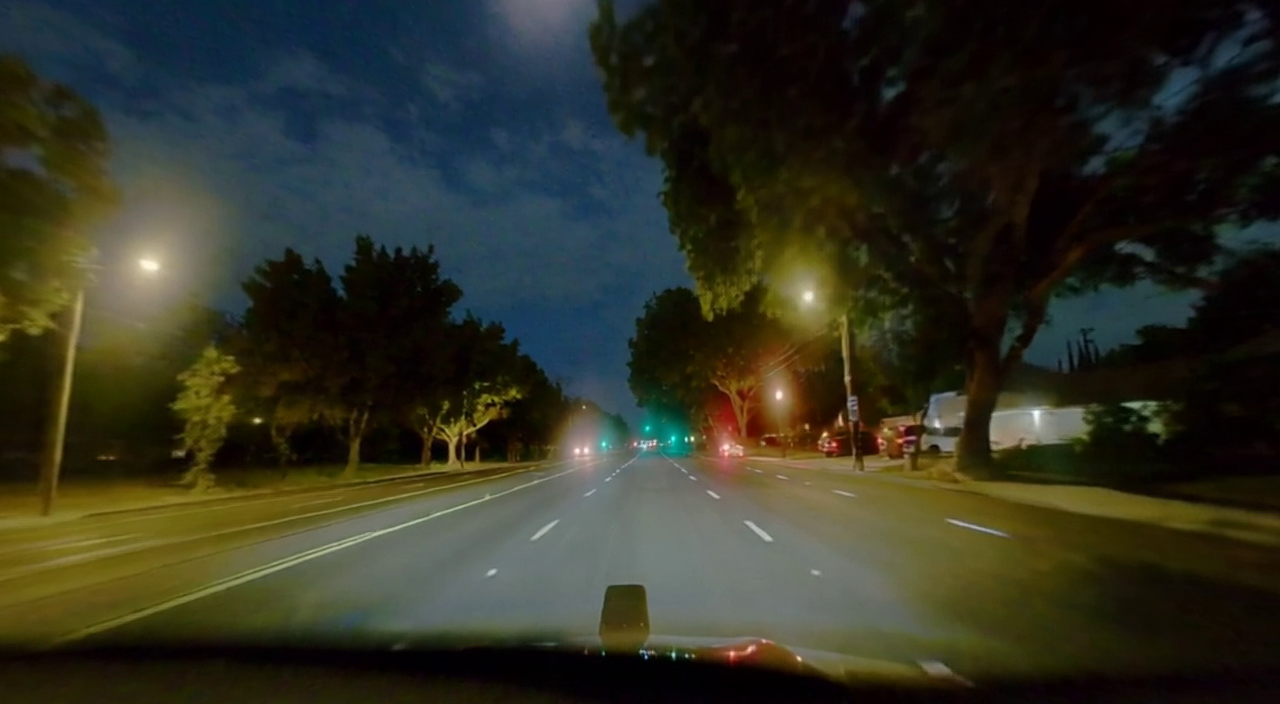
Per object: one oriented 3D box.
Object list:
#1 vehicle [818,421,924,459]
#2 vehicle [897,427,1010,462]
[{"bbox_3d":[14.890,5.699,40.934,5.886,2.000,2.372,-4,-8,5],"label":"vehicle"},{"bbox_3d":[15.198,4.527,30.716,4.455,1.588,1.858,1,-9,-2],"label":"vehicle"}]
